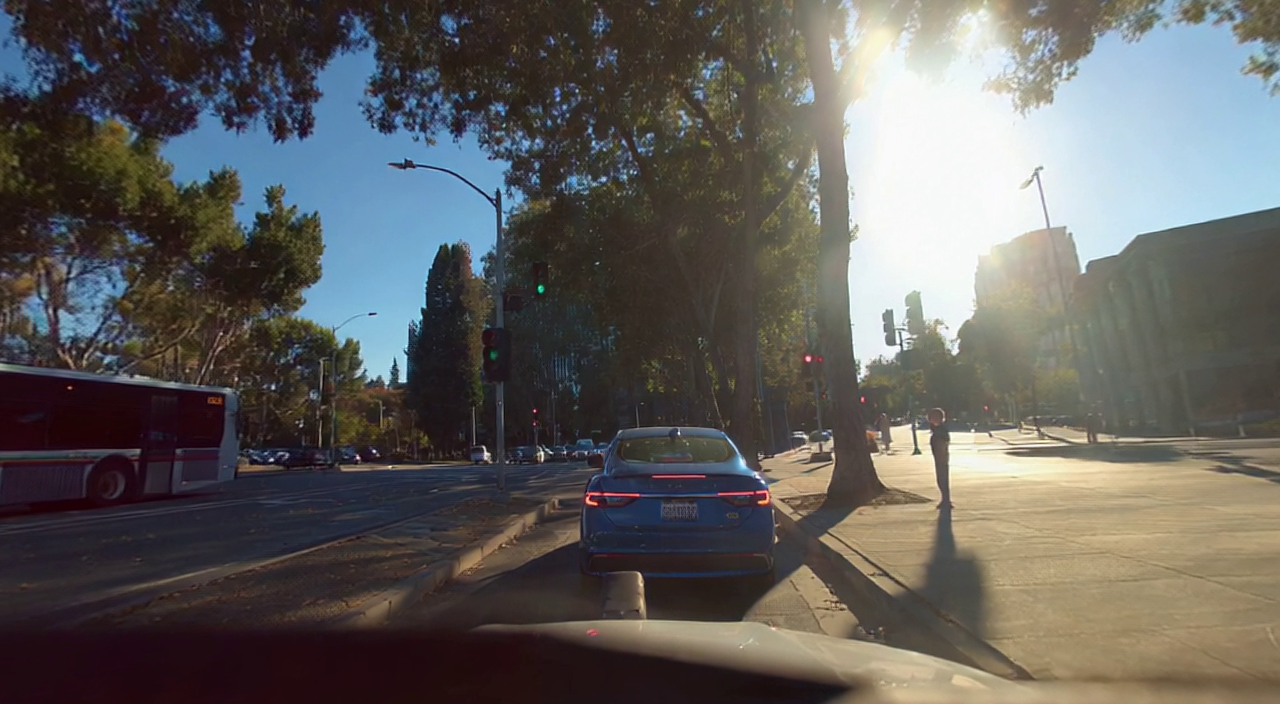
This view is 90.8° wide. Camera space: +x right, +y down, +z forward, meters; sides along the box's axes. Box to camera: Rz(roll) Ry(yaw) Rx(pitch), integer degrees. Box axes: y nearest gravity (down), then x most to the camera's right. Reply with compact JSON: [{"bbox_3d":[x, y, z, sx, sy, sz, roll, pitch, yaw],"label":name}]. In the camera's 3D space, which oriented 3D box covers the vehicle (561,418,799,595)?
[{"bbox_3d":[0.381,1.615,7.400,2.035,1.499,3.799,0,-8,1],"label":"vehicle"}]
